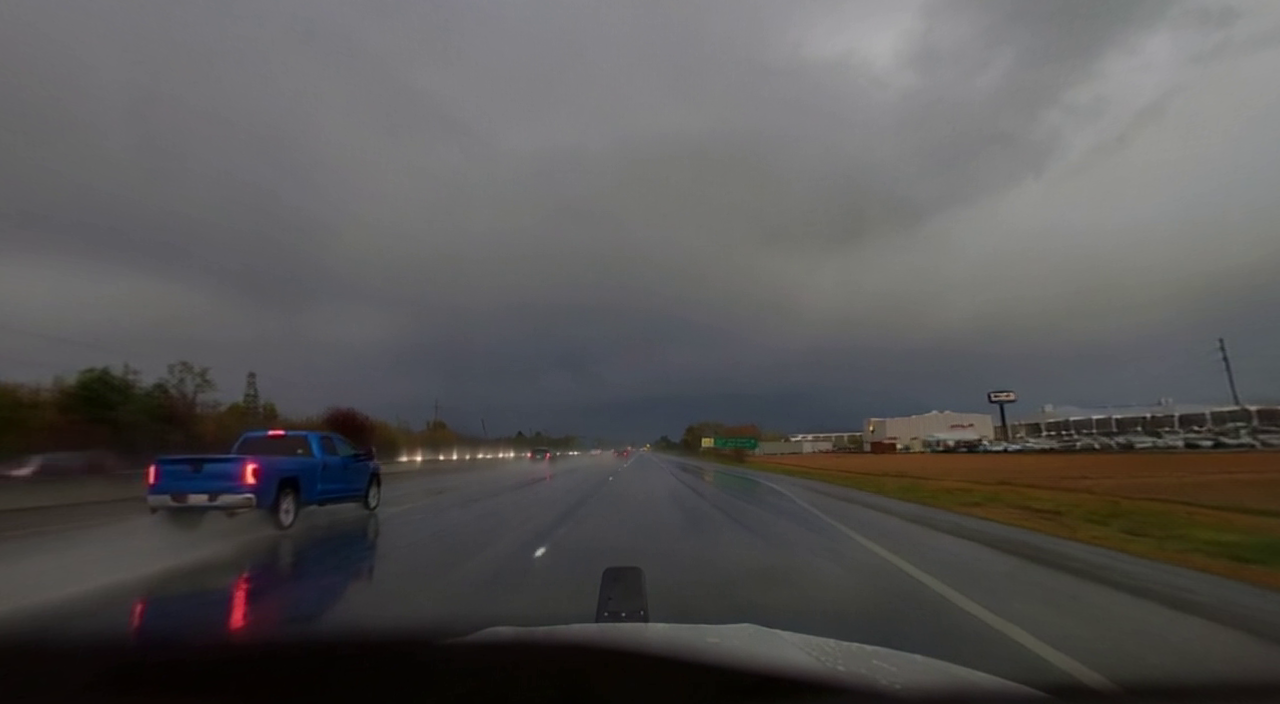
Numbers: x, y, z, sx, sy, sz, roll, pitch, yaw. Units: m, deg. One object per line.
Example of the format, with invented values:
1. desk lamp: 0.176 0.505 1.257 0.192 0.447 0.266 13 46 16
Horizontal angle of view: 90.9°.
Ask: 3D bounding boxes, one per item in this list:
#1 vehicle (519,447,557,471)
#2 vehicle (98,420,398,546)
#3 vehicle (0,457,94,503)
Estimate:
1. vehicle: -7.391 7.783 46.111 2.021 1.699 4.324 0 -8 1
2. vehicle: -7.139 2.442 12.668 2.156 1.911 5.956 0 -8 1
3. vehicle: -25.236 5.181 25.841 1.961 1.629 4.138 0 -8 0
